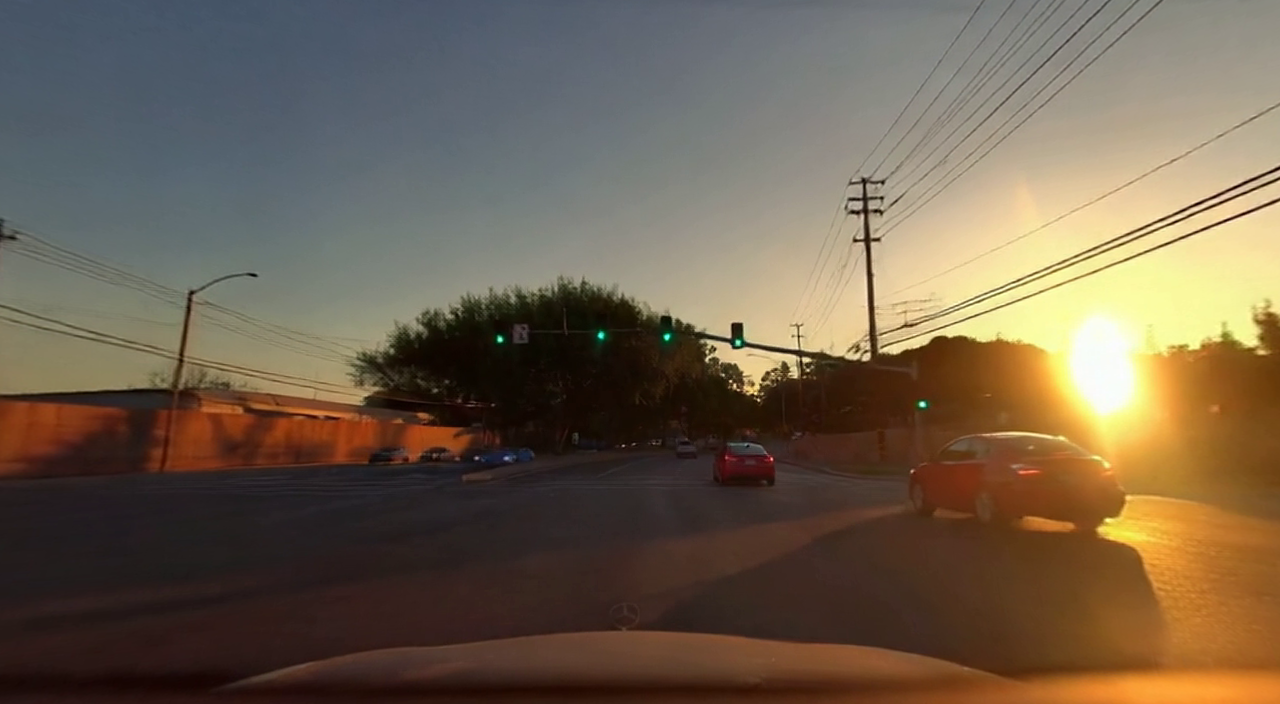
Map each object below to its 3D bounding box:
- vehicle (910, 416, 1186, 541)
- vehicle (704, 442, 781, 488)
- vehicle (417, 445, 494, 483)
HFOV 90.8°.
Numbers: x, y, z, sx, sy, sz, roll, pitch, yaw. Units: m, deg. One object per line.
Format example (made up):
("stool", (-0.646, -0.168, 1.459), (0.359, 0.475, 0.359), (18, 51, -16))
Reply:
("vehicle", (6.896, 2.167, 11.448), (2.029, 1.795, 4.371), (0, -8, 0))
("vehicle", (3.473, 3.926, 22.319), (2.035, 1.460, 4.392), (0, -8, 1))
("vehicle", (-8.342, 5.065, 29.092), (1.933, 1.502, 4.946), (0, -8, 2))
